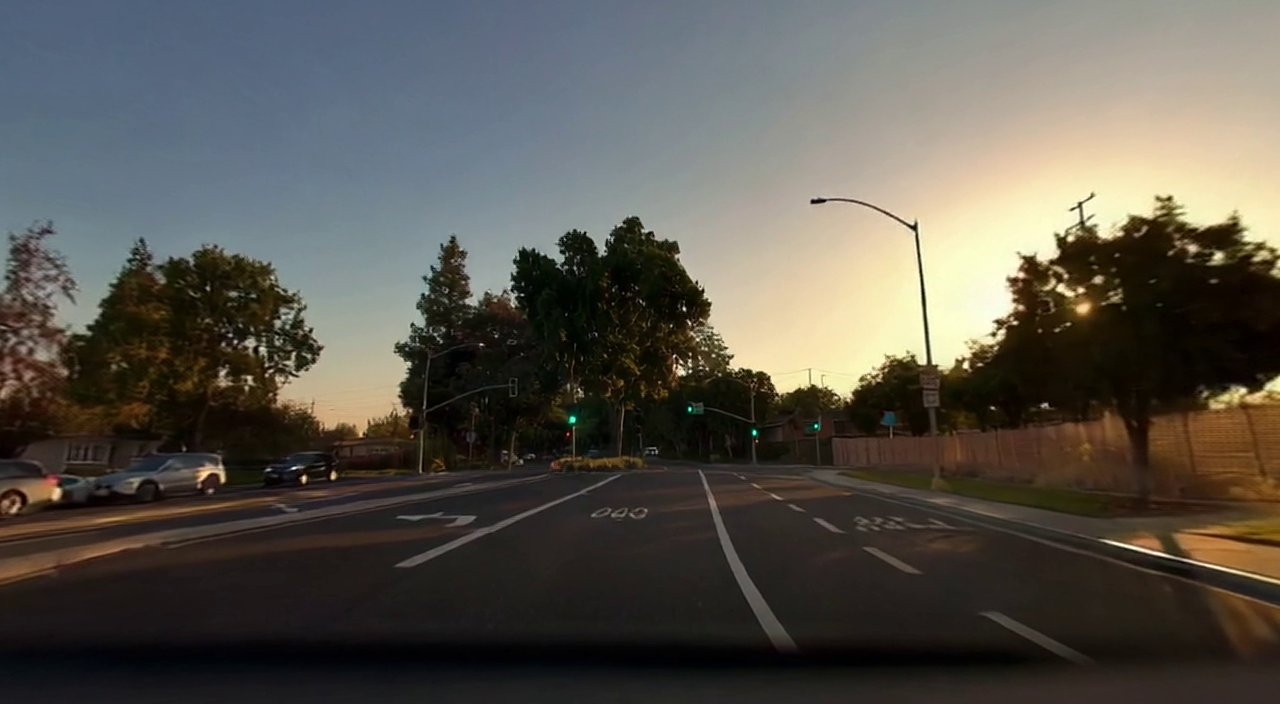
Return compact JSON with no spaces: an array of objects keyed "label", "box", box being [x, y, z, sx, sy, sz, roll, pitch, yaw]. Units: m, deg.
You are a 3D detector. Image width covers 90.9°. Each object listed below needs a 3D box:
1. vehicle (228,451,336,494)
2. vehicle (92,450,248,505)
[{"label":"vehicle","box":[-17.155,5.752,30.547,2.050,1.697,4.838,-5,-8,6]},{"label":"vehicle","box":[-18.034,4.775,24.553,2.148,1.856,4.632,-1,-8,7]}]
